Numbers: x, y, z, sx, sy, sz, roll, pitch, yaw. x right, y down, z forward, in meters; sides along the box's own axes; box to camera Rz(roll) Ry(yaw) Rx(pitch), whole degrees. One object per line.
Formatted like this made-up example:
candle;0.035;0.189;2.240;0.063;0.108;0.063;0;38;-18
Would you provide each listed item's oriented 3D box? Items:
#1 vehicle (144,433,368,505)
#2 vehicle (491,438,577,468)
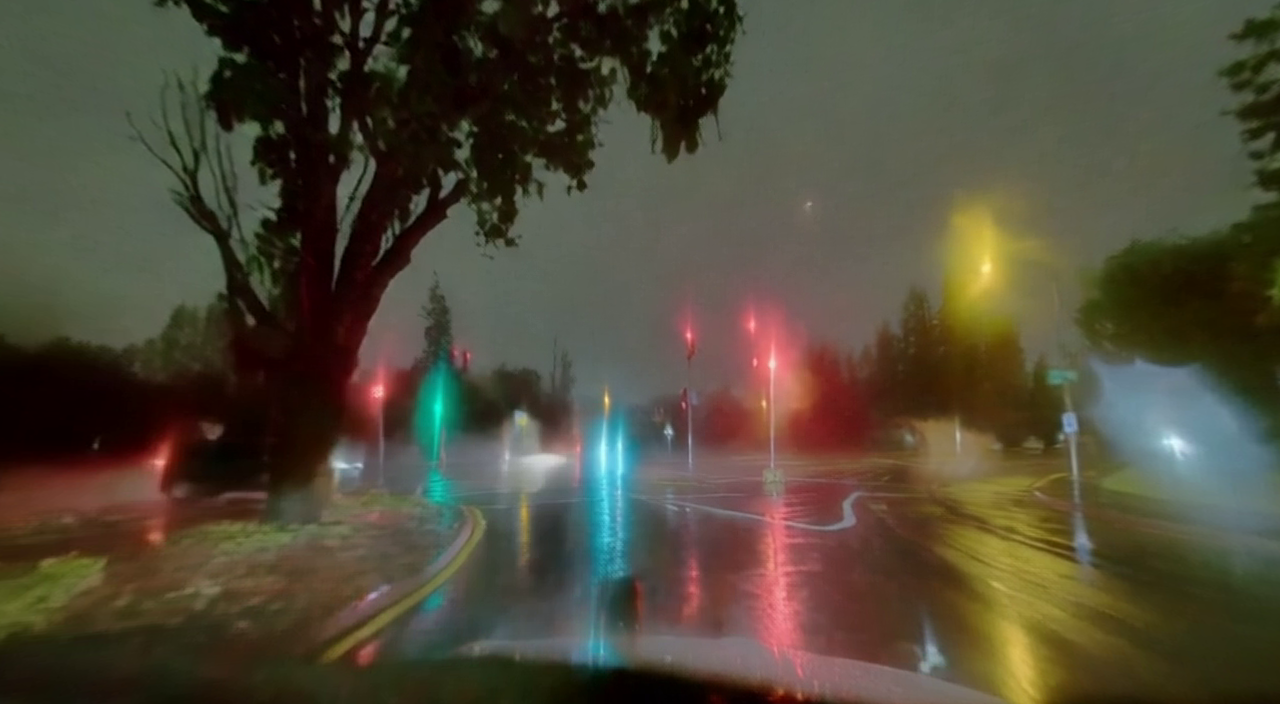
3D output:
vehicle;-9.556;2.916;16.188;4.545;1.602;2.014;4;-10;-27
vehicle;-6.230;5.925;37.265;4.602;1.667;1.933;4;-10;-27
